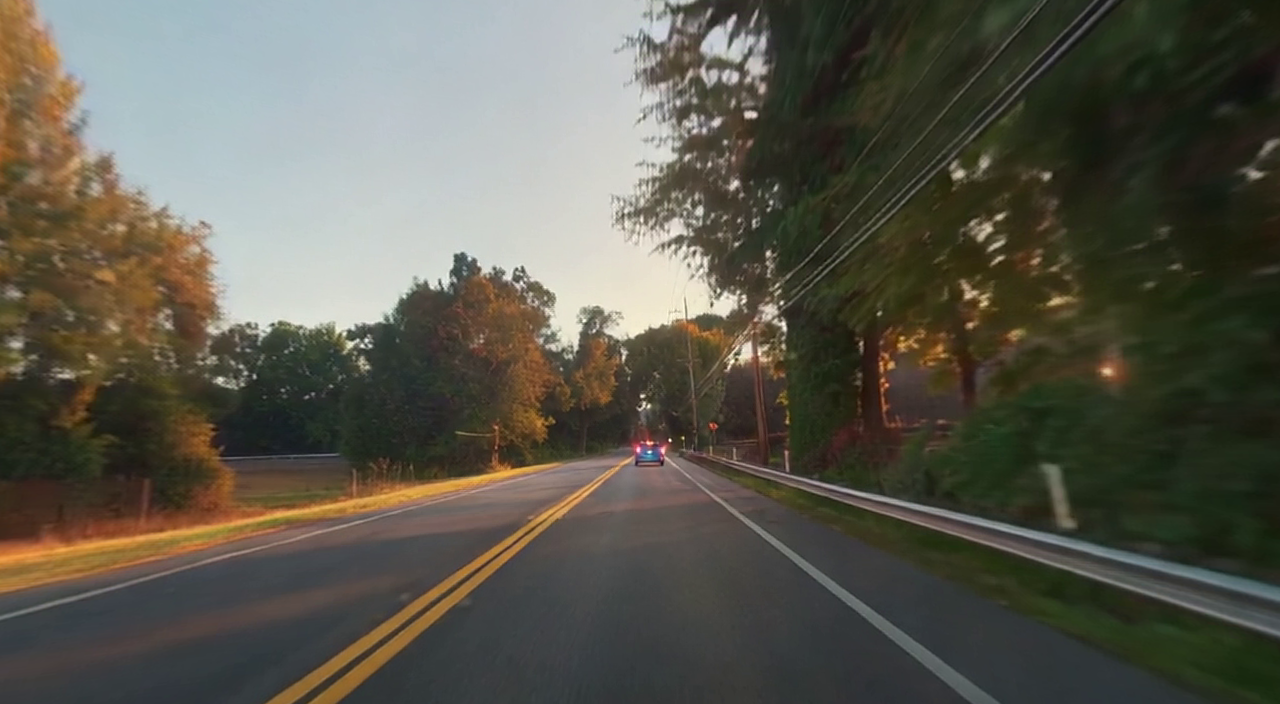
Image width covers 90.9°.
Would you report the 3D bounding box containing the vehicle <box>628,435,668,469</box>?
[{"bbox_3d":[0.511,6.570,41.651,2.468,2.056,4.422,0,-8,0],"label":"vehicle"}]
